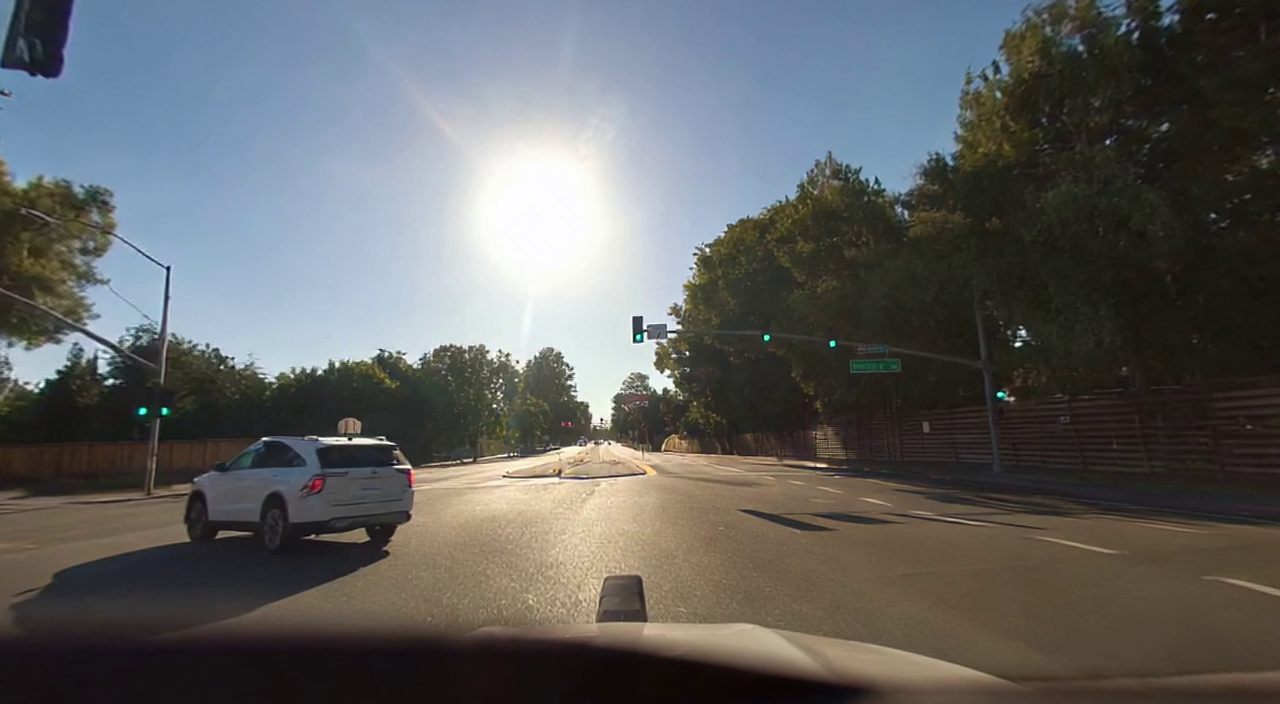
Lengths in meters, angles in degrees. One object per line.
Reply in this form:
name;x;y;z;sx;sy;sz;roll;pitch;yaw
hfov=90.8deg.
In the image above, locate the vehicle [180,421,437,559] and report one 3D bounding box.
vehicle;-5.813;2.205;10.895;4.580;1.827;2.230;-7;-11;40
